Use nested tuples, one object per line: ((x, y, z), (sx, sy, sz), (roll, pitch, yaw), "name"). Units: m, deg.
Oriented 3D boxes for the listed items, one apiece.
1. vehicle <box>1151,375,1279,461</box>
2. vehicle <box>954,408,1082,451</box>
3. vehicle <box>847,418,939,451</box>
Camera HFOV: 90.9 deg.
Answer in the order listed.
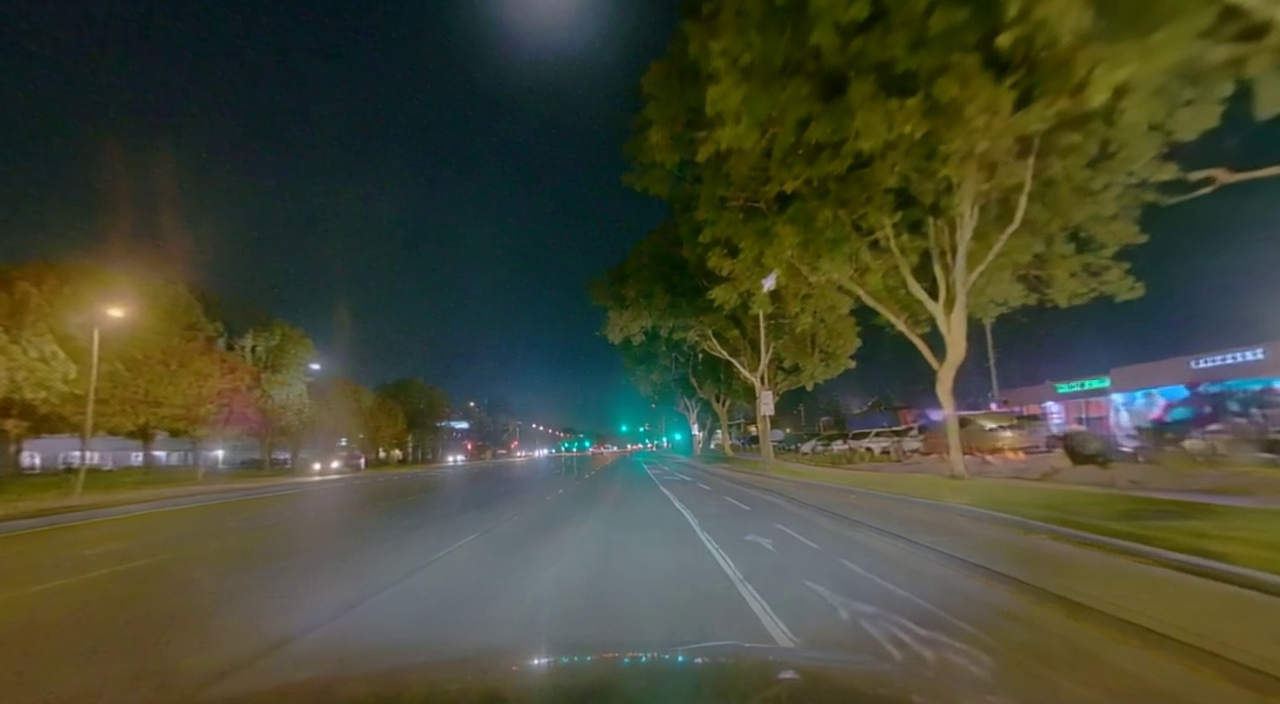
((12.741, 1.207, 12.396), (3.795, 1.485, 1.698), (-4, -8, -2), "vehicle")
((13.041, 2.709, 21.865), (3.375, 1.411, 1.561), (0, -9, 0), "vehicle")
((12.525, 4.119, 31.341), (3.742, 1.560, 1.822), (-1, -9, 1), "vehicle")
